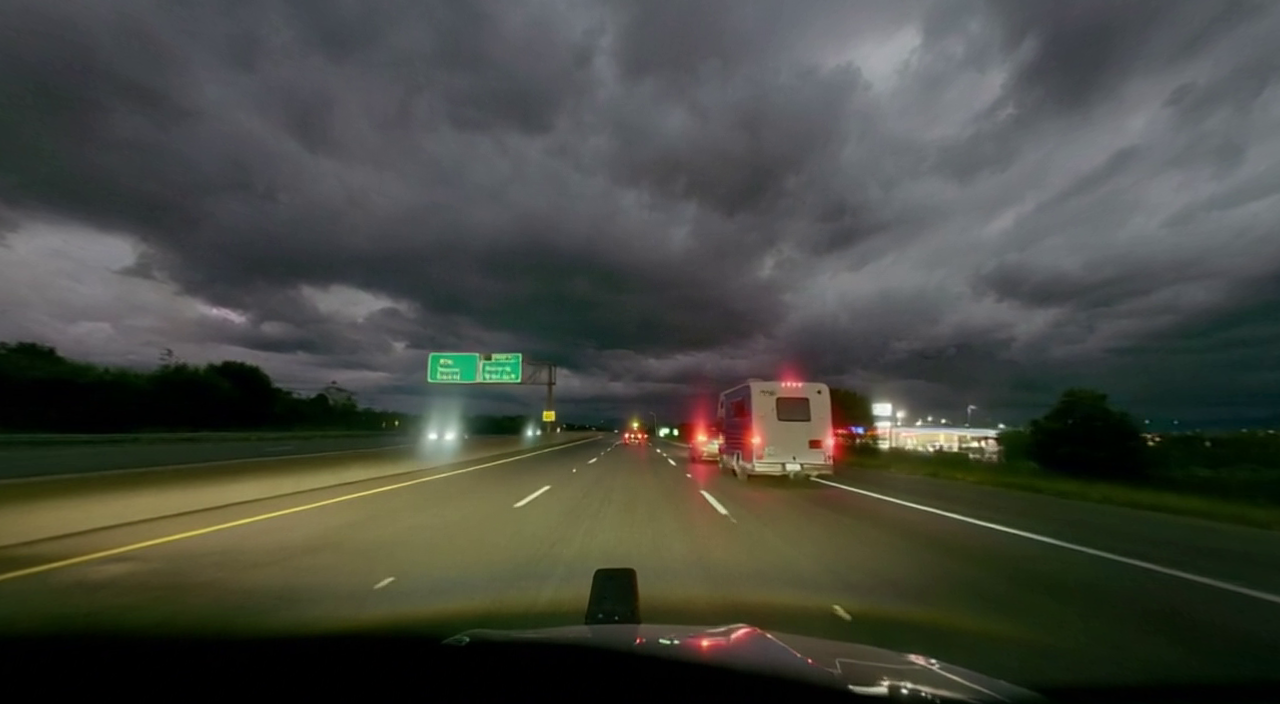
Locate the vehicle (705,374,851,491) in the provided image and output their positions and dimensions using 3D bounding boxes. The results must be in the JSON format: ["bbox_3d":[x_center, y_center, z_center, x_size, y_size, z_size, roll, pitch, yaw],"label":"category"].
[{"bbox_3d":[3.473,2.207,17.336,2.590,2.680,5.445,0,-7,-2],"label":"vehicle"}]
